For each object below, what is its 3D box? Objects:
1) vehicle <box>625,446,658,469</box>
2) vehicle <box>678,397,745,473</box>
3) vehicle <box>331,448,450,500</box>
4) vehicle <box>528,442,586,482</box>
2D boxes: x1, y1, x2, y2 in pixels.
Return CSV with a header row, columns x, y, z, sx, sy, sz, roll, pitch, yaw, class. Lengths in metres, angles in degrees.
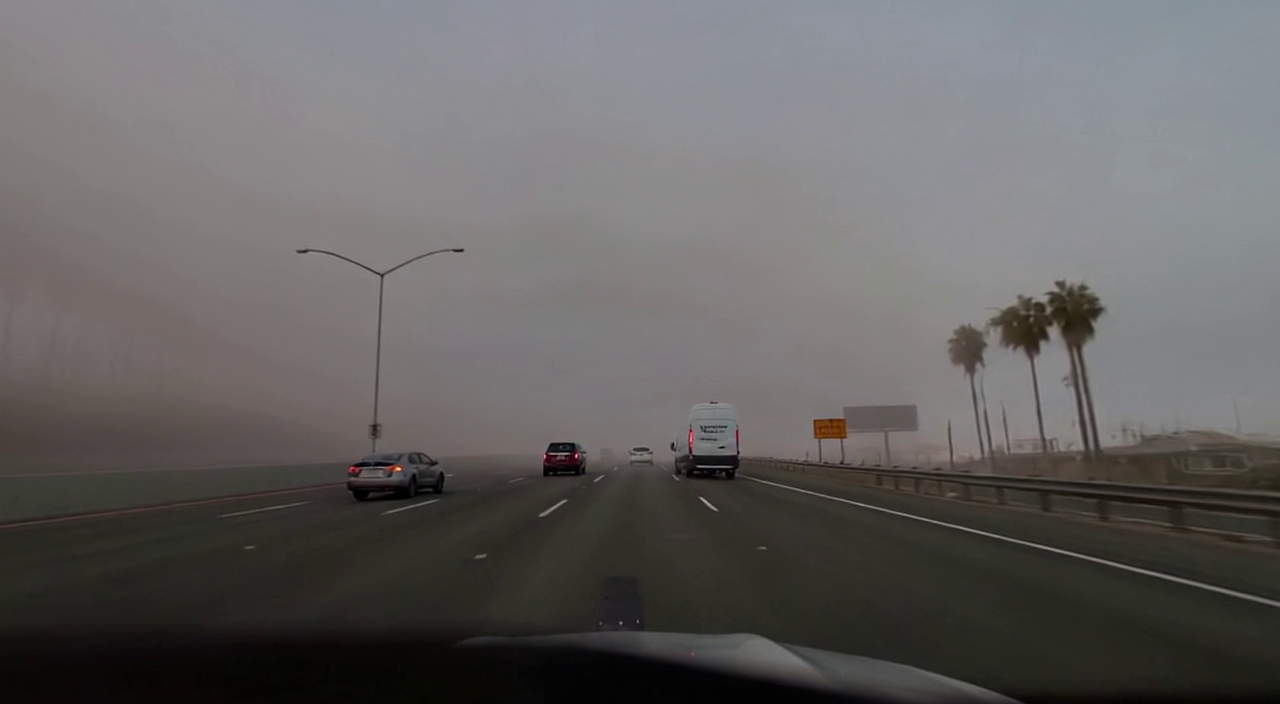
x,y,z,sx,sy,sz,roll,pitch,yaw,class
0.098,7.090,42.444,2.085,1.507,4.096,0,-9,0,vehicle
4.015,5.011,37.418,3.086,3.984,8.371,0,-9,1,vehicle
-7.905,3.876,20.497,2.050,1.487,4.372,0,-9,1,vehicle
-3.692,4.951,28.679,2.017,1.683,4.094,0,-9,1,vehicle
